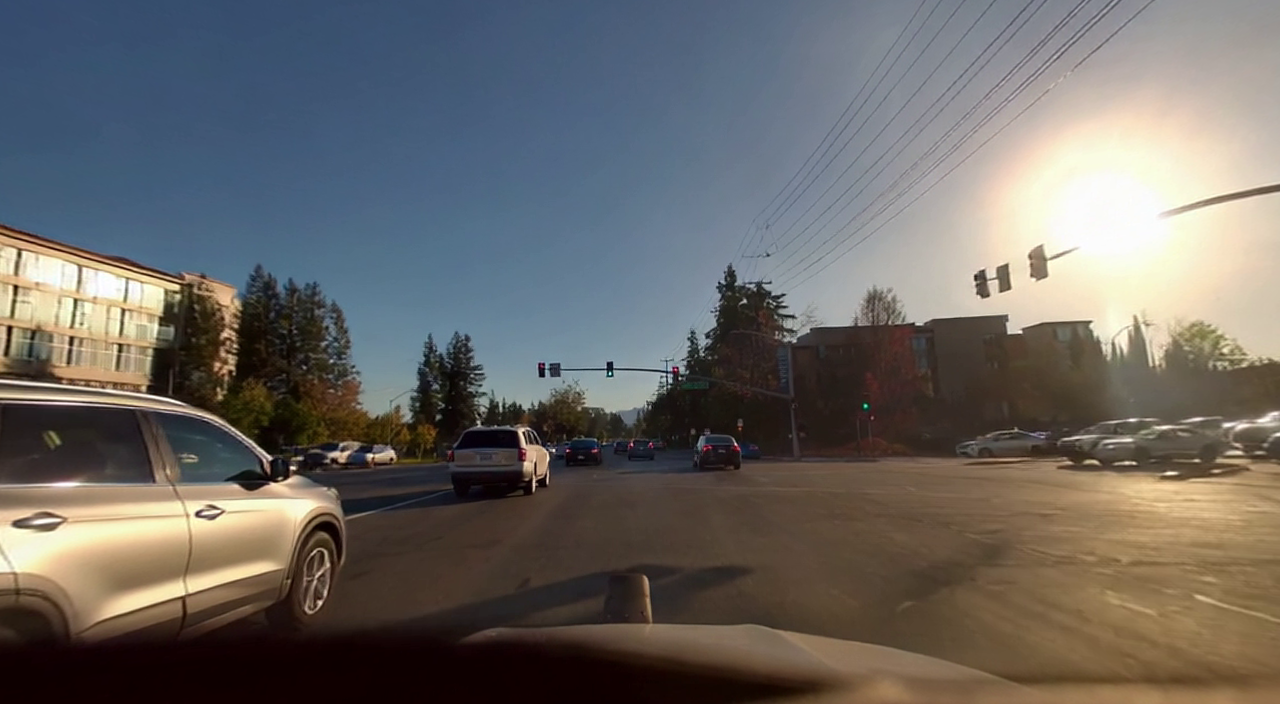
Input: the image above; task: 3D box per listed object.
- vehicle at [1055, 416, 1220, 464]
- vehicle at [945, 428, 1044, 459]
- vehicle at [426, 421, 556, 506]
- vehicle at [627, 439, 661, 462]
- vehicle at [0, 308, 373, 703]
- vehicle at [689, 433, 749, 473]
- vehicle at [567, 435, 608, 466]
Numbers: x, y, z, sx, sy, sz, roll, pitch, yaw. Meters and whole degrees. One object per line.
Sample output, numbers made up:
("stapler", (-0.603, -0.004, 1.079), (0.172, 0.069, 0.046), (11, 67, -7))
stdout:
("vehicle", (19.625, 3.492, 25.003), (5.033, 1.802, 1.928), (1, -9, -5))
("vehicle", (19.262, 5.001, 34.422), (4.119, 1.574, 2.028), (0, -9, 2))
("vehicle", (-3.395, 2.640, 15.320), (1.958, 1.744, 4.315), (0, -8, 2))
("vehicle", (0.287, 6.773, 43.372), (2.185, 1.515, 4.215), (0, -8, 1))
("vehicle", (-3.312, 0.843, 2.979), (2.127, 1.754, 4.287), (0, -8, 1))
("vehicle", (3.614, 4.733, 29.795), (2.201, 1.734, 4.564), (0, -8, -1))
("vehicle", (-2.949, 5.684, 36.436), (1.900, 1.677, 4.128), (0, -8, 2))
